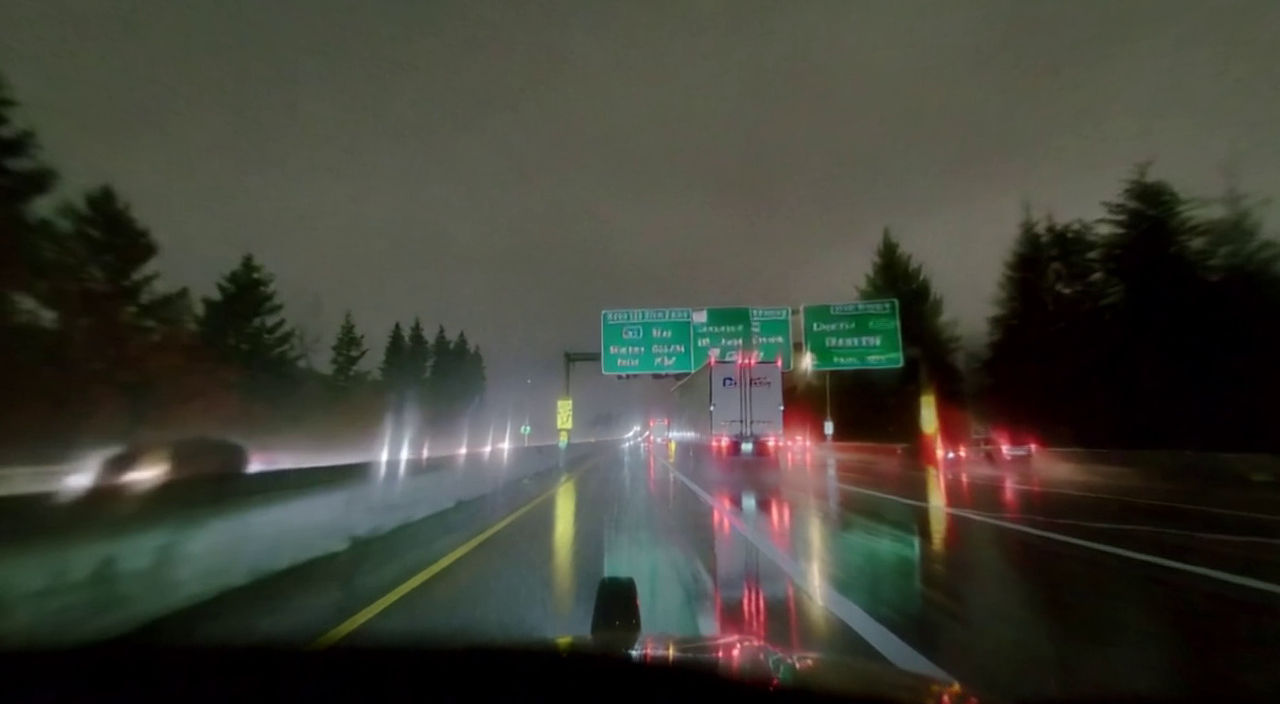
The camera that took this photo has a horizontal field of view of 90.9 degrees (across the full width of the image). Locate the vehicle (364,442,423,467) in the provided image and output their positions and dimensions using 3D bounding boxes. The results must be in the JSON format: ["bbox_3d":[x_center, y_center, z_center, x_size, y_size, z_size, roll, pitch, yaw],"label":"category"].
[{"bbox_3d":[-16.071,6.690,41.404,1.965,1.489,4.918,0,-8,-1],"label":"vehicle"}]

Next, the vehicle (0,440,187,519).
[{"bbox_3d":[-13.241,2.898,14.973,1.896,1.577,4.074,0,-8,0],"label":"vehicle"}]

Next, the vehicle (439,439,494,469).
[{"bbox_3d":[-9.168,5.394,33.664,1.847,1.456,3.890,0,-8,0],"label":"vehicle"}]

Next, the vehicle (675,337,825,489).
[{"bbox_3d":[3.241,2.472,23.282,2.954,3.995,13.335,0,-8,-1],"label":"vehicle"}]
